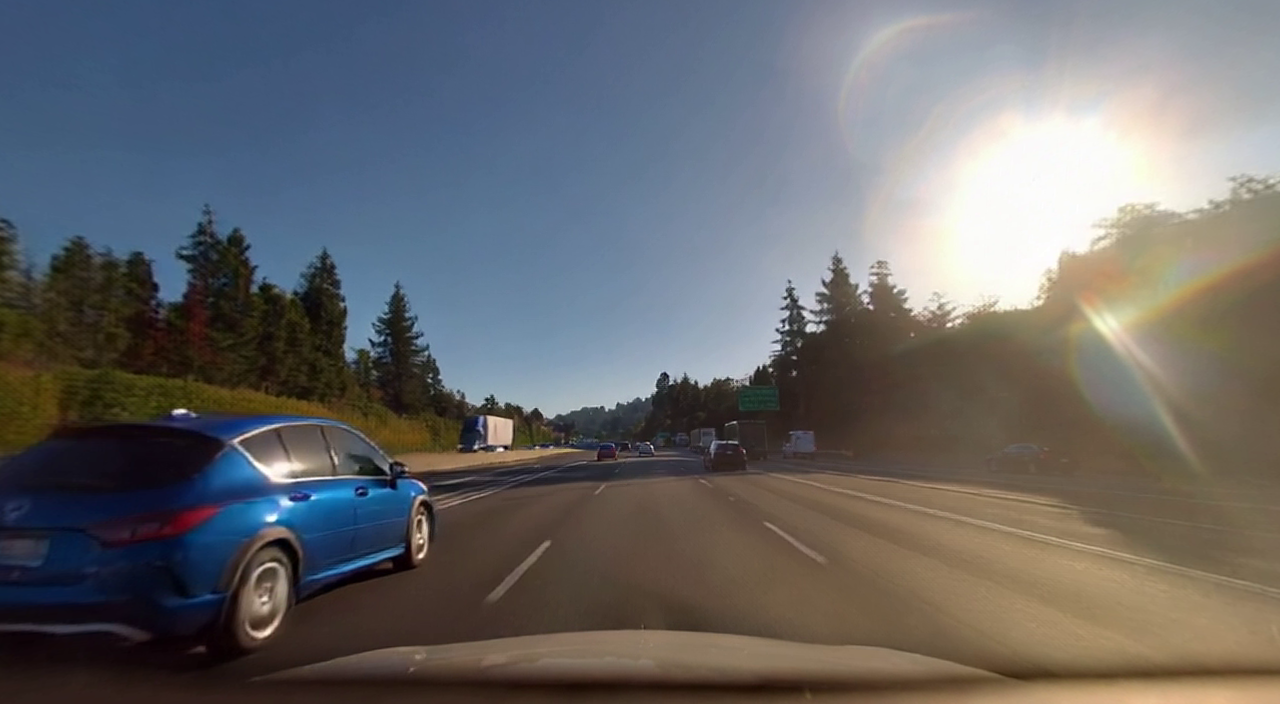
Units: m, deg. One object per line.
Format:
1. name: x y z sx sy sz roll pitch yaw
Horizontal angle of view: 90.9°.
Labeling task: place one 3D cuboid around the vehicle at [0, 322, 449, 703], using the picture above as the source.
1. vehicle: -3.441 1.152 4.889 2.218 1.764 5.229 0 -9 1

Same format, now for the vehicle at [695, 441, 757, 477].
1. vehicle: 3.767 4.805 28.584 2.080 1.493 4.674 0 -9 -1

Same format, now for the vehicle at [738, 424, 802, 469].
1. vehicle: 8.036 5.924 39.571 2.729 2.628 4.875 0 -9 -2

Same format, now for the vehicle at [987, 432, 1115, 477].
1. vehicle: 20.059 5.038 31.213 2.221 1.995 5.803 0 -9 -3
